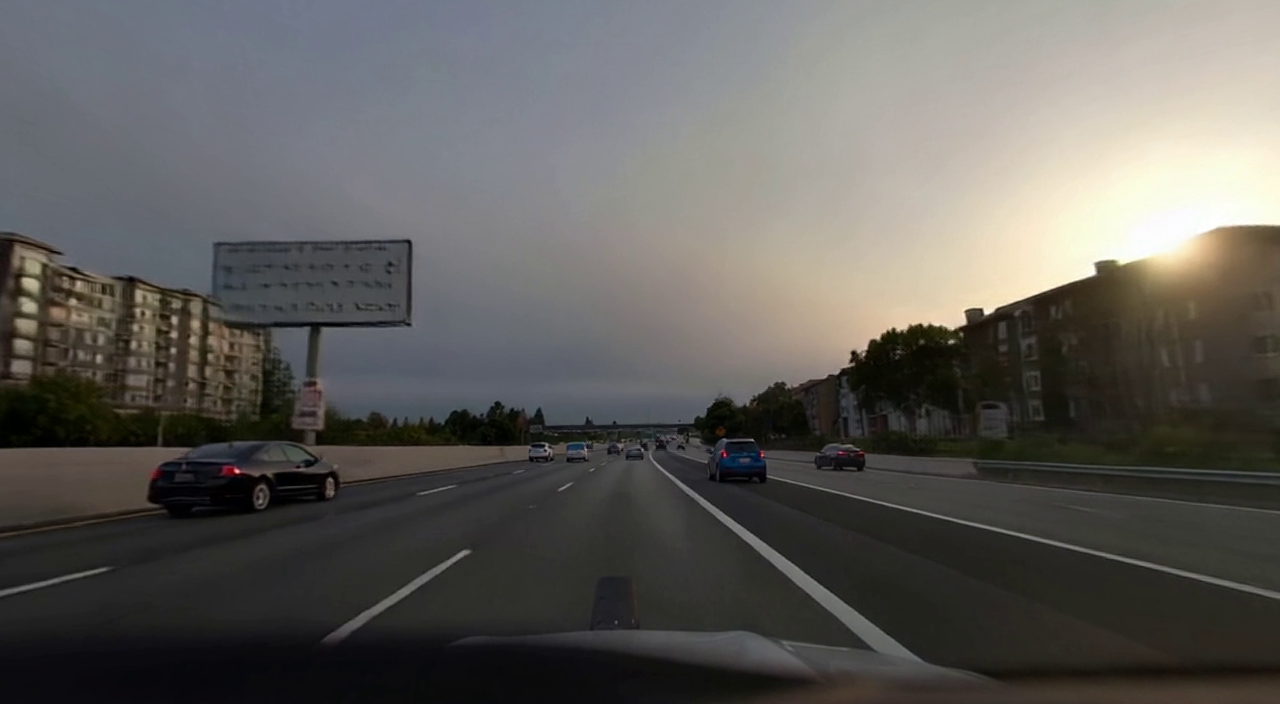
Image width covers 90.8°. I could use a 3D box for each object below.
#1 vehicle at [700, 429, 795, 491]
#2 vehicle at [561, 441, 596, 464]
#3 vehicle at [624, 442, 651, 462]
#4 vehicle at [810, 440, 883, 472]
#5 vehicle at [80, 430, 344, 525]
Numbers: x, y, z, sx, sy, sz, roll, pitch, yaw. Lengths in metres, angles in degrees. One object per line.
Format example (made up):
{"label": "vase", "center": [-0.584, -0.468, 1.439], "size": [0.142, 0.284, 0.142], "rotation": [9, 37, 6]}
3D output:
{"label": "vehicle", "center": [3.187, 3.326, 19.707], "size": [2.080, 1.694, 4.286], "rotation": [0, -9, -2]}
{"label": "vehicle", "center": [-4.216, 6.975, 43.988], "size": [2.002, 1.466, 4.378], "rotation": [0, -9, 0]}
{"label": "vehicle", "center": [-0.231, 7.726, 48.940], "size": [1.992, 1.431, 4.055], "rotation": [0, -9, -1]}
{"label": "vehicle", "center": [10.204, 5.179, 31.587], "size": [2.061, 1.459, 4.273], "rotation": [0, -9, -3]}
{"label": "vehicle", "center": [-7.896, 2.343, 12.371], "size": [2.021, 1.496, 4.495], "rotation": [0, -9, 0]}
